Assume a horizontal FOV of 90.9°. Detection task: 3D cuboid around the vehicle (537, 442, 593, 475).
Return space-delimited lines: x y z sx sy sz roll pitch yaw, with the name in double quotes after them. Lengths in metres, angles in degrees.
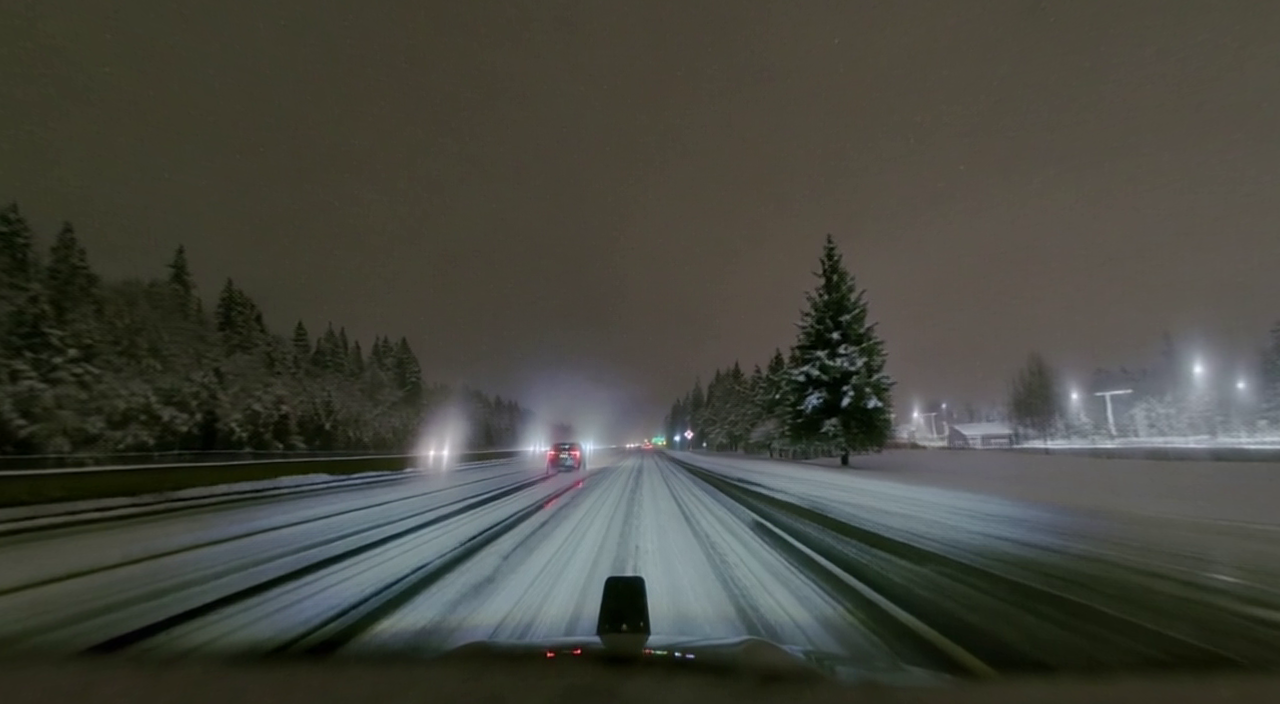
-3.468 5.021 30.021 2.128 1.450 4.078 0 -8 1 "vehicle"
